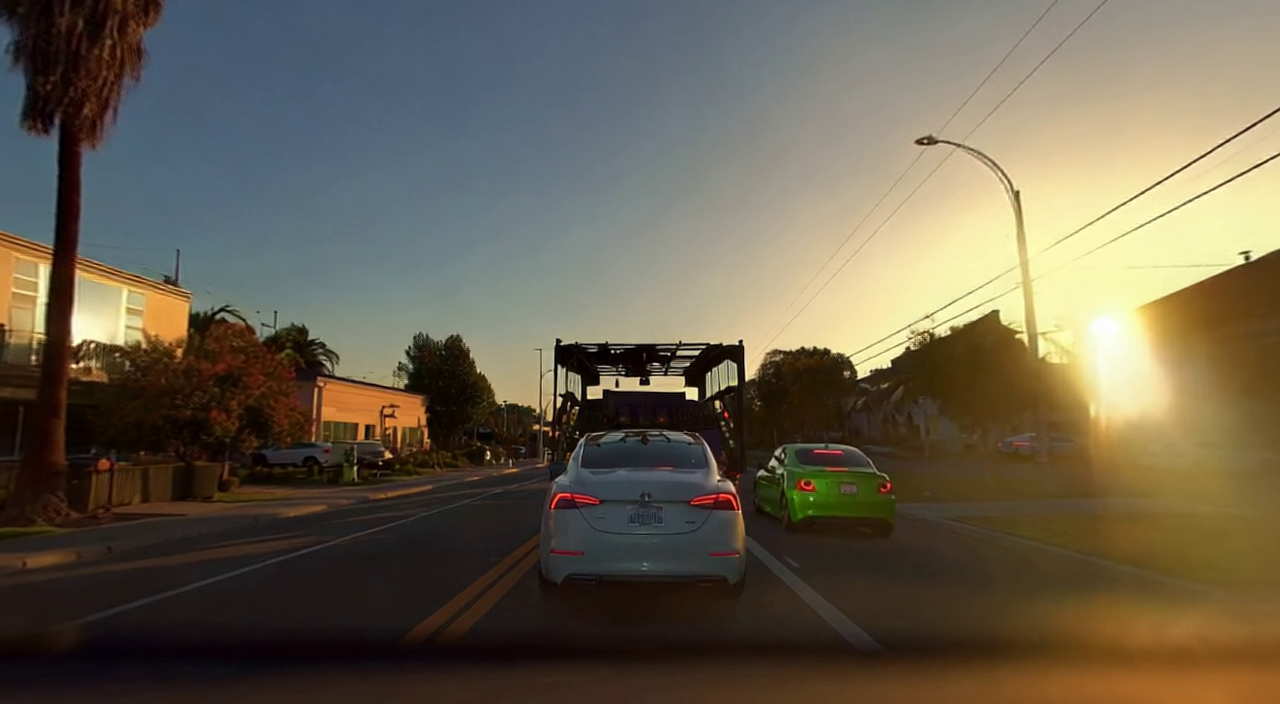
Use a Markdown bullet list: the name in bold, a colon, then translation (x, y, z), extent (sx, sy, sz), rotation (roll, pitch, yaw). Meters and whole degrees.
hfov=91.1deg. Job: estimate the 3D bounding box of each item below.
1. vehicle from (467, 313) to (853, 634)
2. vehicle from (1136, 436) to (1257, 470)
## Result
- **vehicle**: translation (0.120, 1.331, 7.813), extent (2.728, 2.305, 6.506), rotation (0, -9, 0)
- **vehicle**: translation (28.567, 5.184, 32.443), extent (4.193, 1.633, 1.928), rotation (-4, -9, 26)
